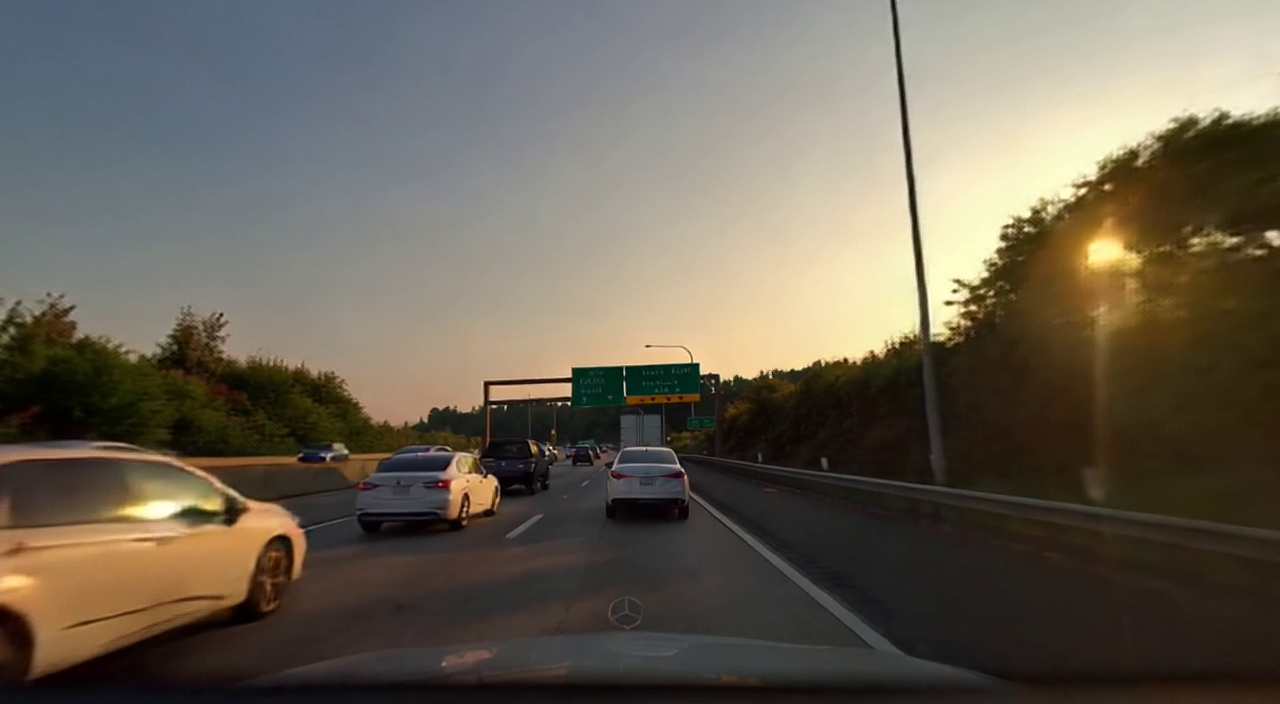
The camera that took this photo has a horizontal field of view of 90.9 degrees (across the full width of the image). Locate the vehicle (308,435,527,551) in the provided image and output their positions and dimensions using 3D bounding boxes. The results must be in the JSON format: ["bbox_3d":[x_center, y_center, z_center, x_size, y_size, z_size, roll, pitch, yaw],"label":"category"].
[{"bbox_3d":[-3.328,2.201,10.508,1.980,1.491,4.340,0,-9,1],"label":"vehicle"}]

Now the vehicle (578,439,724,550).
[{"bbox_3d":[0.161,2.229,10.395,1.995,1.495,3.380,0,-9,0],"label":"vehicle"}]

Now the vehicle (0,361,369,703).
[{"bbox_3d":[-3.649,1.057,3.716,2.165,1.638,4.317,0,-9,0],"label":"vehicle"}]
